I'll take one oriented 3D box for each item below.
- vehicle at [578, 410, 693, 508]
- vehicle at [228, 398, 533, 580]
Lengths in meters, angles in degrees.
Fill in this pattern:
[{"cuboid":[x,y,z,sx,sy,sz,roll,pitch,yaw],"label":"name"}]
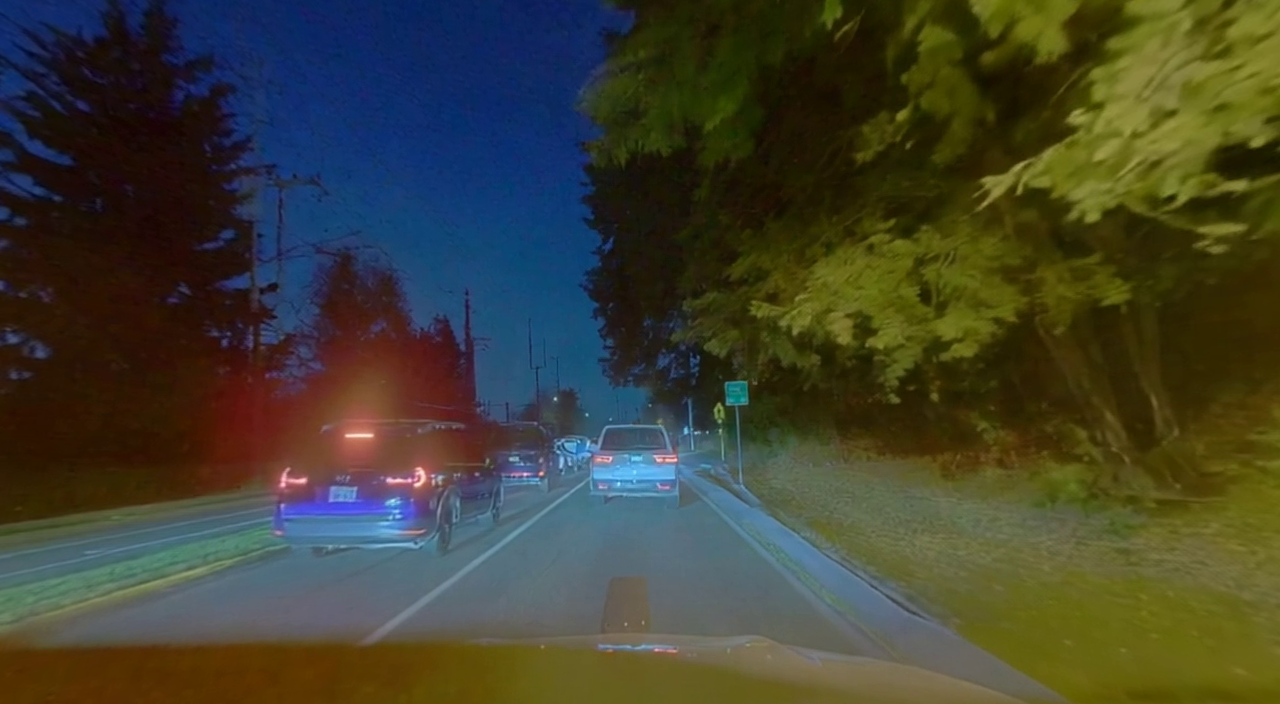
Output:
[{"cuboid":[-0.006,2.406,14.474,2.241,1.912,4.095,-1,-8,2],"label":"vehicle"},{"cuboid":[-2.986,1.705,8.656,2.062,1.796,4.657,-1,-8,2],"label":"vehicle"}]
